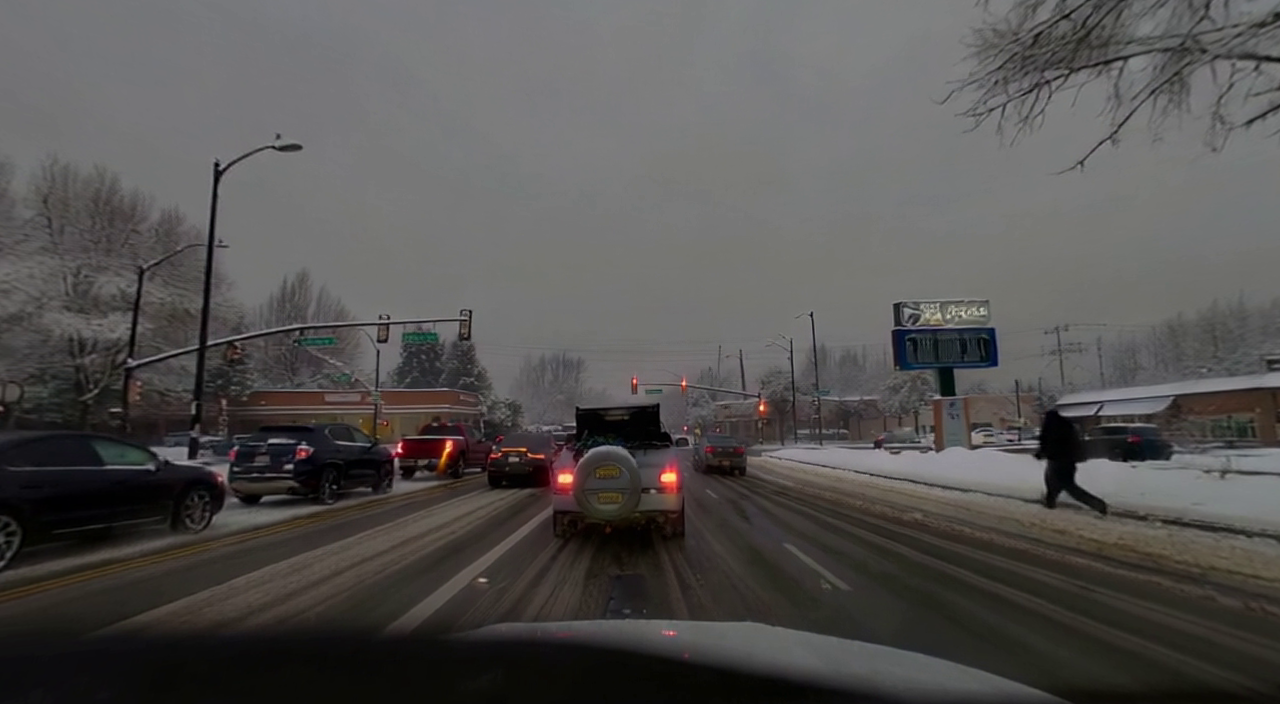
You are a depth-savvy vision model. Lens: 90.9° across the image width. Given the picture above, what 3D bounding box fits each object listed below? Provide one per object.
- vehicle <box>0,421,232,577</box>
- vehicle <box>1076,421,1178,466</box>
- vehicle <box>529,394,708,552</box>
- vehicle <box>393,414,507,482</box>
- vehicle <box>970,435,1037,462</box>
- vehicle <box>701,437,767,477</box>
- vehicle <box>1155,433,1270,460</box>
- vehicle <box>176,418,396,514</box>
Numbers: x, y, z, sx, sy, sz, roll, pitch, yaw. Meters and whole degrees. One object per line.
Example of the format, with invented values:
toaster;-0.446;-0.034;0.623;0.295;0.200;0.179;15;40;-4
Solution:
vehicle;-6.941;1.548;7.058;1.831;1.451;4.382;0;-8;0
vehicle;19.434;3.638;25.111;4.156;1.622;1.924;6;-10;-35
vehicle;-0.241;1.710;9.489;2.064;1.817;4.298;0;-8;0
vehicle;-6.374;3.307;21.808;2.496;2.112;4.351;0;-8;1
vehicle;20.296;5.378;35.151;3.836;1.443;1.694;6;-10;-34
vehicle;3.557;4.076;24.707;2.023;1.441;4.240;0;-8;1
vehicle;29.713;4.911;32.778;4.176;1.313;1.719;0;-9;3
vehicle;-7.090;2.337;13.355;1.941;1.655;4.503;0;-8;1
